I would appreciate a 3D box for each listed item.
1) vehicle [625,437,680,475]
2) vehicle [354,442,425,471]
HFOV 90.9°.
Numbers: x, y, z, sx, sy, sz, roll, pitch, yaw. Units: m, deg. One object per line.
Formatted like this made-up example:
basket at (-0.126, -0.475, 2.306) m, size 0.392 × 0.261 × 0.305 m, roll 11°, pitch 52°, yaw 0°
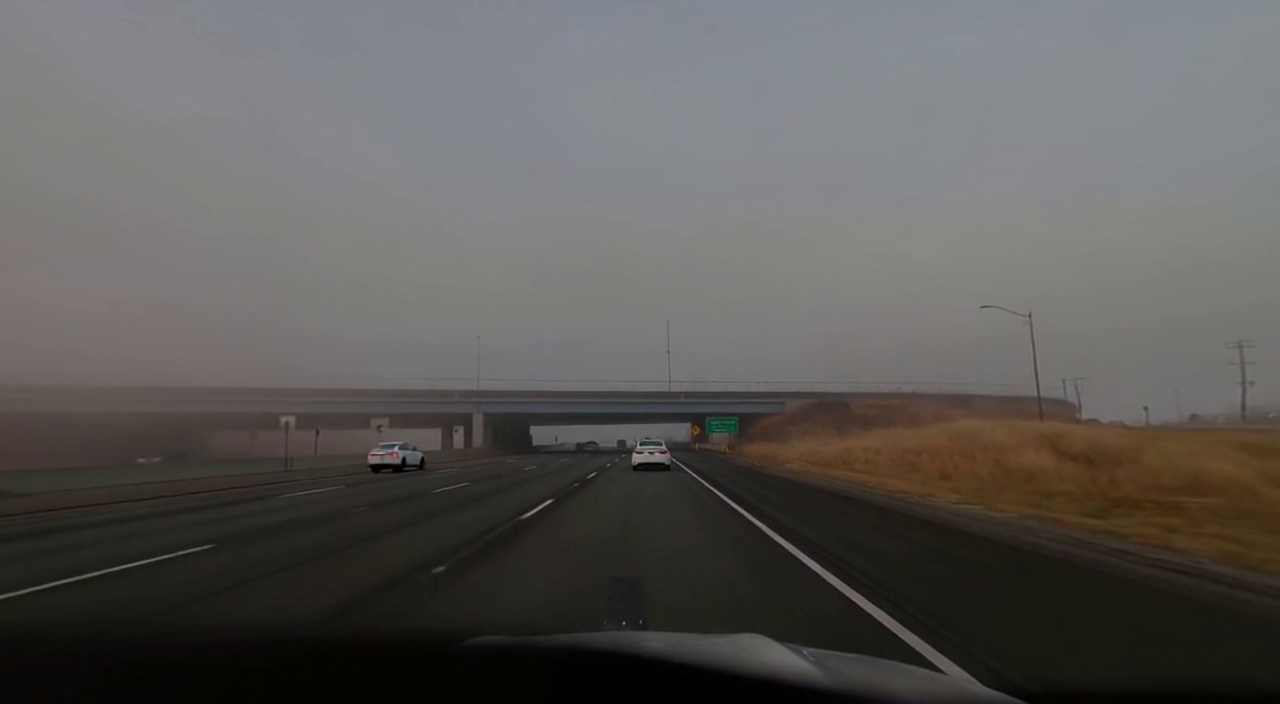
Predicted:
vehicle at (0.488, 4.366, 26.685) m, size 2.145 × 1.493 × 4.146 m, roll 0°, pitch -8°, yaw 0°
vehicle at (-14.053, 5.883, 35.752) m, size 1.960 × 1.505 × 4.854 m, roll 0°, pitch -8°, yaw 1°
